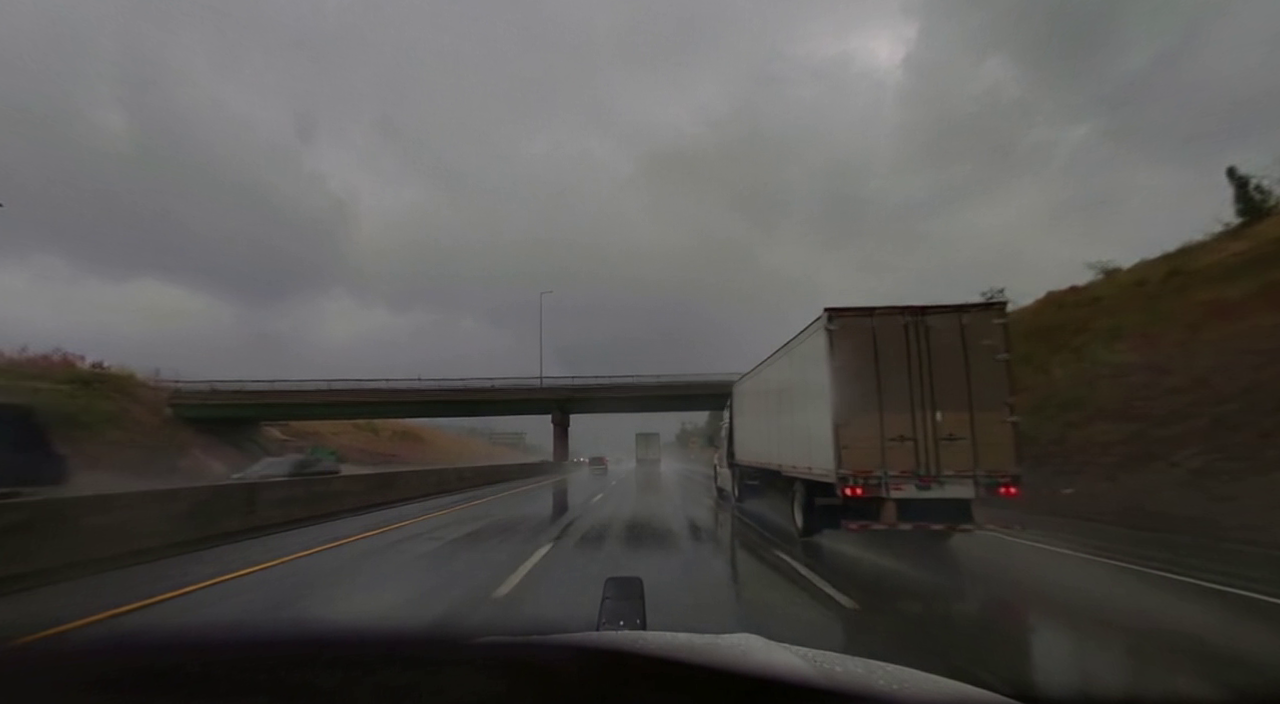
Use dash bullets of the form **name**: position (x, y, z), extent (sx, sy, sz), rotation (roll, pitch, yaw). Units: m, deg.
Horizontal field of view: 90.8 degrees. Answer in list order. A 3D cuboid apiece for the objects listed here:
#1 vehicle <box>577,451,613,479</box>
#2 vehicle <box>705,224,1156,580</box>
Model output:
- **vehicle**: position (-2.873, 7.270, 40.808), extent (2.007, 1.647, 3.854), rotation (0, -9, 0)
- **vehicle**: position (4.051, 1.761, 15.449), extent (3.131, 4.037, 16.729), rotation (0, -9, 0)
